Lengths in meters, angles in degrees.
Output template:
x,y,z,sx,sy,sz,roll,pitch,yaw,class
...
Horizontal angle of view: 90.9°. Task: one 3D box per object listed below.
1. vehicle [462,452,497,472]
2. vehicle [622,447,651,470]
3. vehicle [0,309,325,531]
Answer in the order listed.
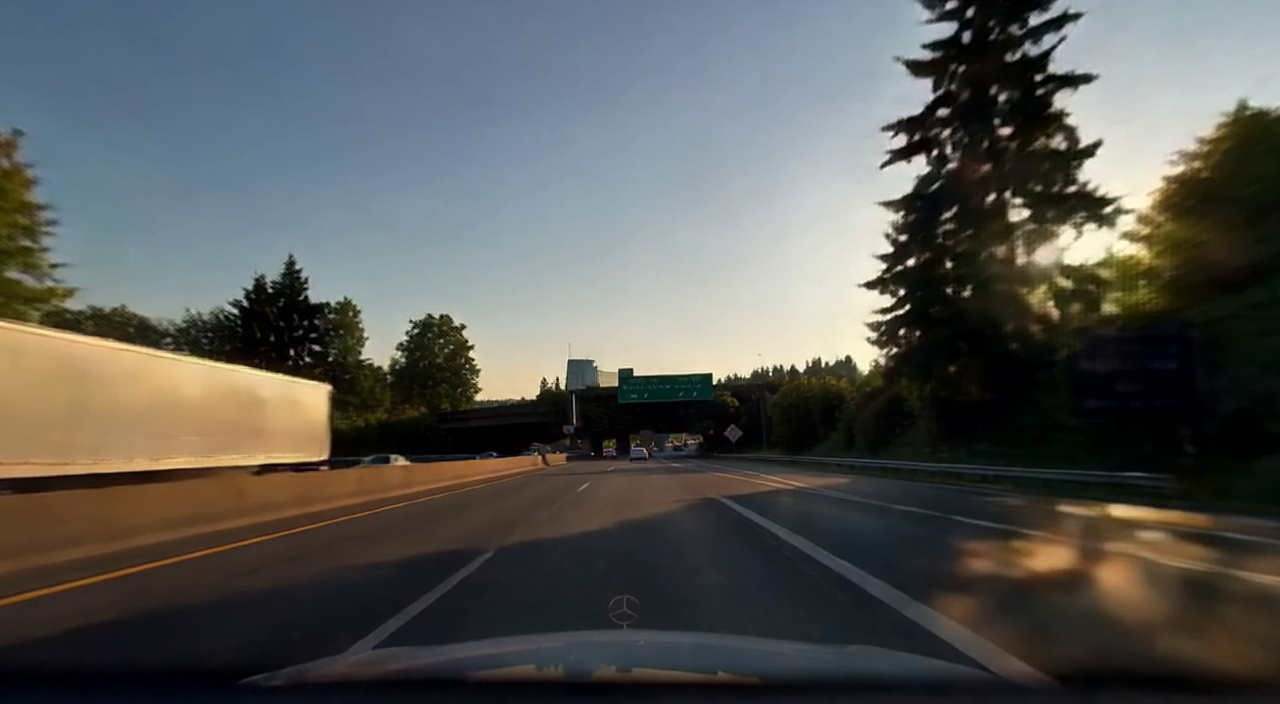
x,y,z,sx,sy,sz,roll,pitch,yaw,class
-12.303,8.461,48.504,1.764,1.417,3.582,0,-9,0,vehicle
-0.180,7.121,42.329,1.860,1.473,3.689,0,-9,1,vehicle
-12.714,1.785,14.899,2.883,3.879,14.701,0,-9,0,vehicle
